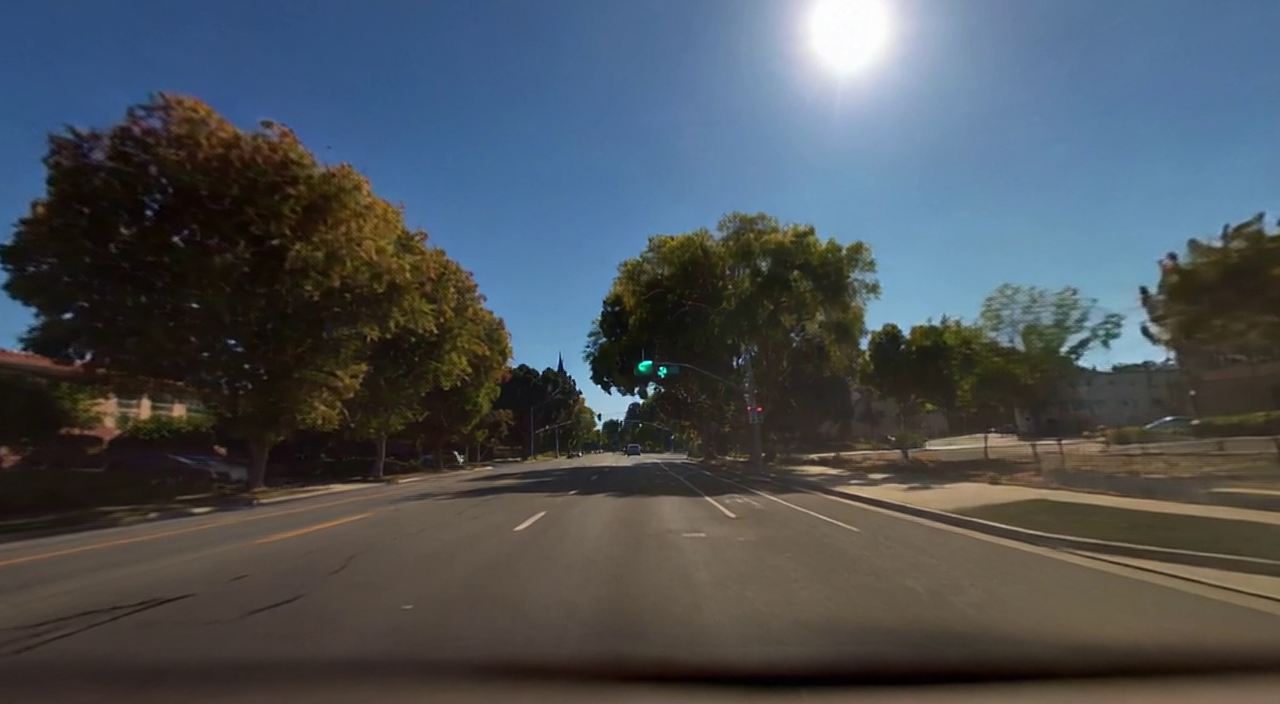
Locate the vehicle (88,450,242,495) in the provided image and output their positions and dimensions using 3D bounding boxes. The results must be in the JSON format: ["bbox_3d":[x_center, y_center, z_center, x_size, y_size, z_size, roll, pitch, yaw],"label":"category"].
[{"bbox_3d":[-20.254,5.140,27.142,4.761,1.812,2.206,0,-9,-1],"label":"vehicle"}]
